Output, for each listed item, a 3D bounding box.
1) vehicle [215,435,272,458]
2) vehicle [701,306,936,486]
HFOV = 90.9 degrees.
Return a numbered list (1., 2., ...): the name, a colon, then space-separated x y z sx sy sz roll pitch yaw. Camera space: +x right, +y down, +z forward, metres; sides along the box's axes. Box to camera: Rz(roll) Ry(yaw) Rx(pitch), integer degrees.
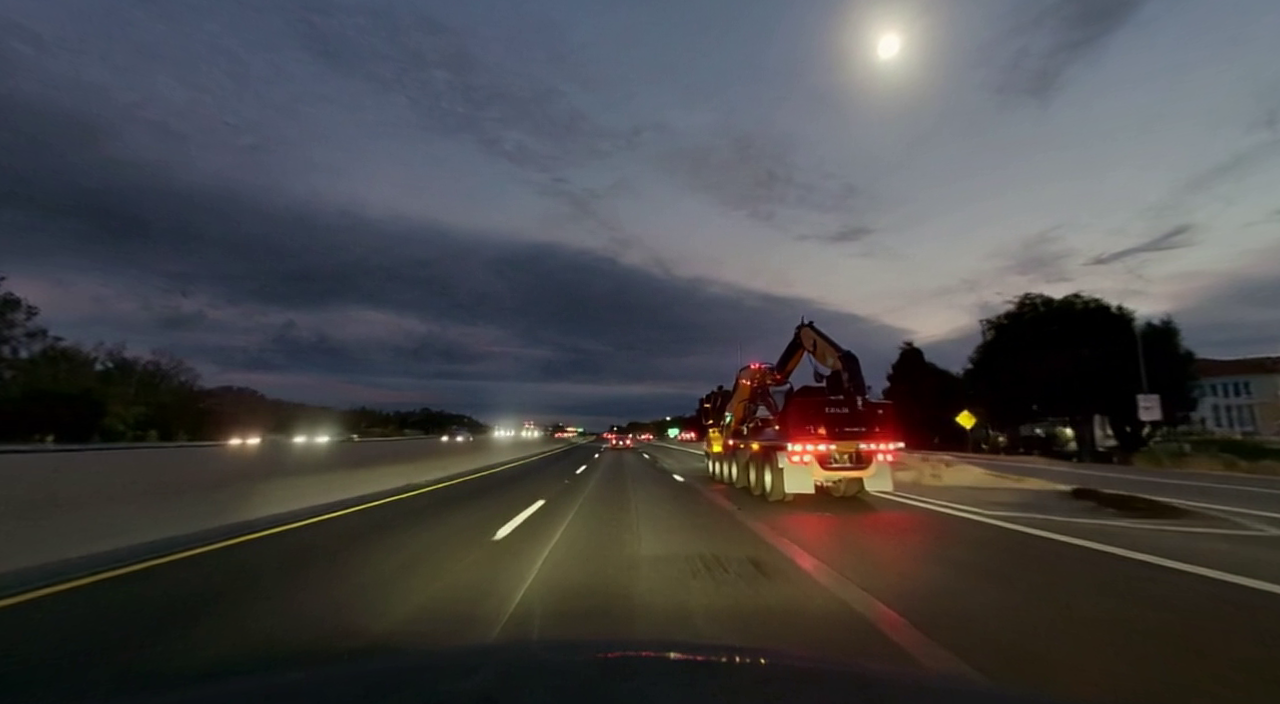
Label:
1. vehicle: -26.592 6.336 42.386 1.708 1.442 3.465 1 -8 -3
2. vehicle: 3.553 1.294 15.203 2.833 3.180 8.004 1 -8 -4
